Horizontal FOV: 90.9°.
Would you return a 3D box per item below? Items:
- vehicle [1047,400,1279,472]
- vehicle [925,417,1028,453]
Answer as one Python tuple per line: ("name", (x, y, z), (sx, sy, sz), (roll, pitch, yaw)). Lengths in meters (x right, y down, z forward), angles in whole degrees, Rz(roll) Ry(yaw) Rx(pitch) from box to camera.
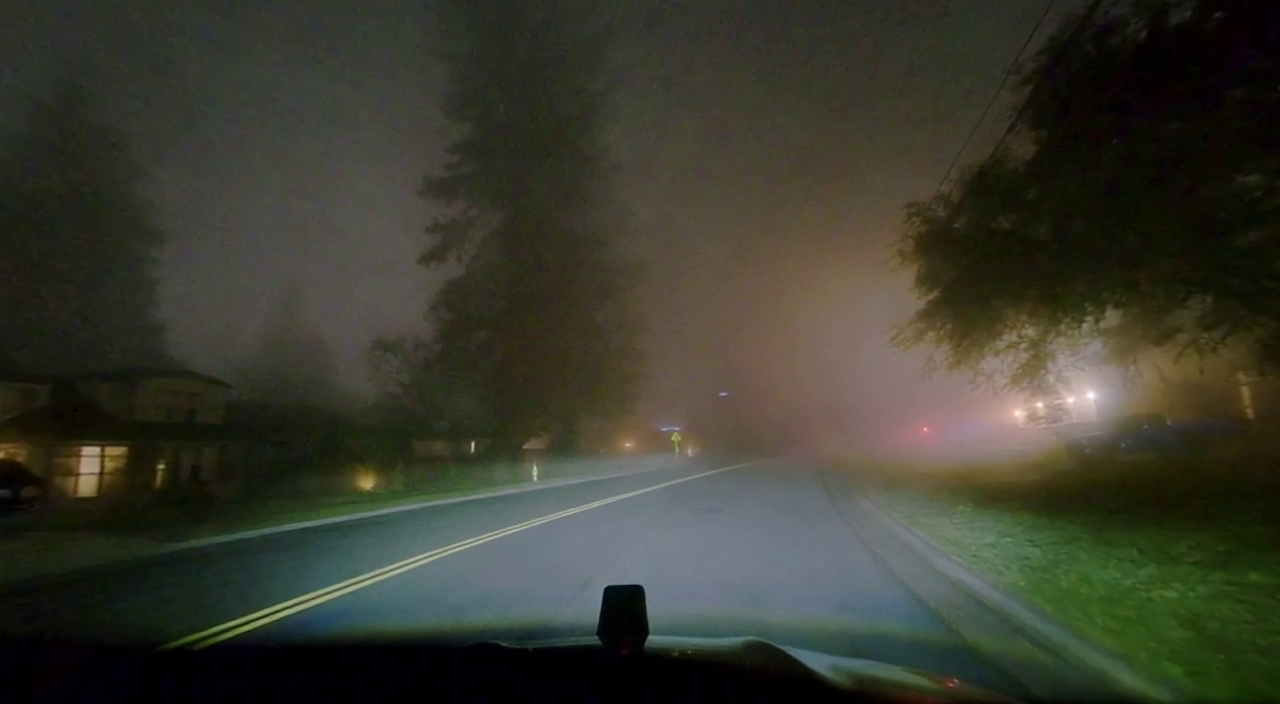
("vehicle", (14.324, 2.384, 17.448), (4.644, 1.441, 2.074), (-9, -11, 21))
("vehicle", (22.315, 5.600, 42.046), (5.704, 1.788, 2.095), (-9, -14, 24))
